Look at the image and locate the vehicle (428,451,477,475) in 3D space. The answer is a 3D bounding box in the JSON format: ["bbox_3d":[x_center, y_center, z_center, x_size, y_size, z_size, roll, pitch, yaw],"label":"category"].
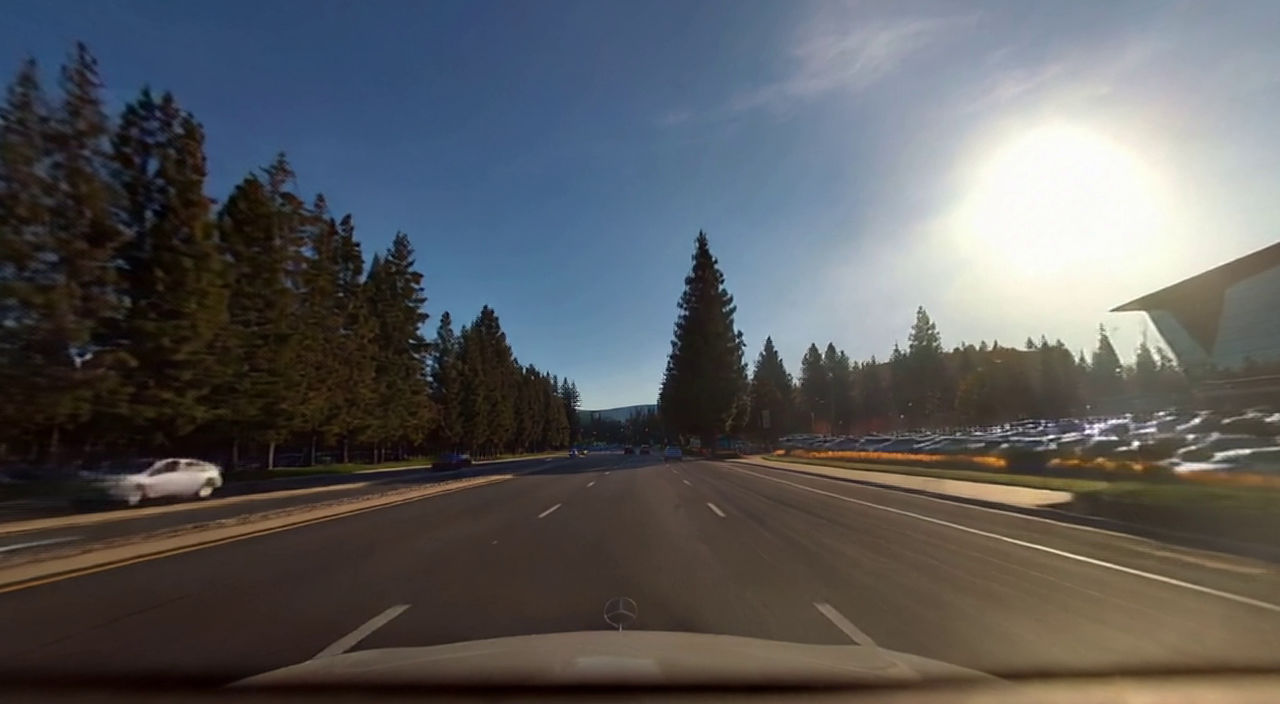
[{"bbox_3d":[-12.934,7.678,43.933,1.863,1.456,4.579,0,-8,2],"label":"vehicle"}]

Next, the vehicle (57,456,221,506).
[{"bbox_3d":[-17.438,4.488,22.379,1.907,1.483,4.643,0,-8,2],"label":"vehicle"}]
